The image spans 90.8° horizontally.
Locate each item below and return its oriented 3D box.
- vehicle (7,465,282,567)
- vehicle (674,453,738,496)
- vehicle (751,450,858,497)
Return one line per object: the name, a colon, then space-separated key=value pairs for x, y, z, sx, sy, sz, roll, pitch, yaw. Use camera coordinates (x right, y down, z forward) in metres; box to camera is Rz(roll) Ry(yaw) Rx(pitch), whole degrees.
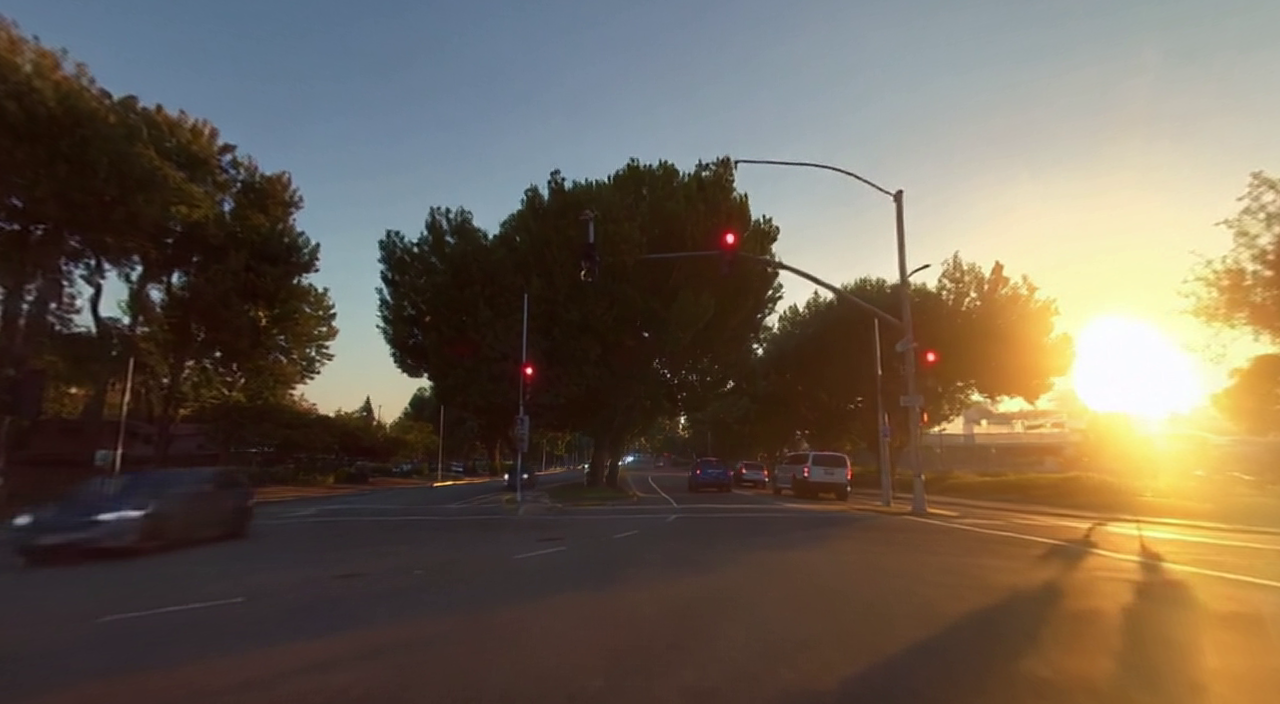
vehicle: x=-8.688 y=2.863 z=11.661 sx=1.818 sy=1.397 sz=4.026 roll=0 pitch=-8 yaw=0
vehicle: x=2.755 y=5.269 z=27.642 sx=2.140 sy=1.655 sz=4.786 roll=0 pitch=-8 yaw=-2
vehicle: x=8.654 y=6.445 z=34.252 sx=2.771 sy=2.214 sz=7.159 roll=1 pitch=-9 yaw=-10
